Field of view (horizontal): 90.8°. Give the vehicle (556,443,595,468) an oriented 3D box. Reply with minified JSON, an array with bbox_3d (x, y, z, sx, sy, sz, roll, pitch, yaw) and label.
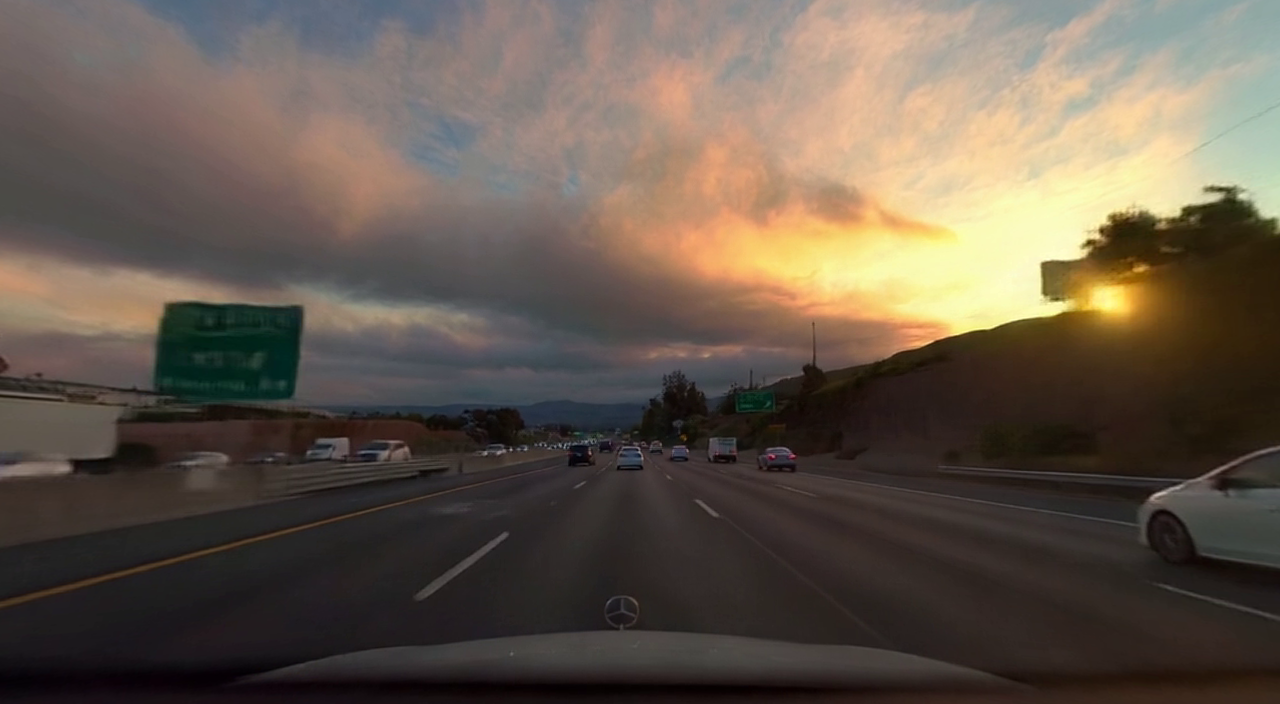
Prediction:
[{"bbox_3d":[-4.359,7.121,43.553,2.126,1.631,4.643,0,-8,1],"label":"vehicle"}]

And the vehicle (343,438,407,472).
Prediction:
[{"bbox_3d":[-14.093,5.465,33.786,1.715,1.682,3.811,0,-9,1],"label":"vehicle"}]

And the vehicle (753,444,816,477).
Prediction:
[{"bbox_3d":[6.795,5.120,30.104,1.879,1.428,4.402,0,-9,-1],"label":"vehicle"}]

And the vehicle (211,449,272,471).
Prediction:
[{"bbox_3d":[-29.201,7.926,46.410,1.774,1.505,4.029,0,-9,0],"label":"vehicle"}]

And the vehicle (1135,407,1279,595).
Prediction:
[{"bbox_3d":[6.706,1.249,5.124,1.944,1.666,4.184,0,-9,0],"label":"vehicle"}]

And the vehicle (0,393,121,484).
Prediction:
[{"bbox_3d":[-29.318,3.494,25.574,2.848,3.915,16.523,0,-9,0],"label":"vehicle"}]

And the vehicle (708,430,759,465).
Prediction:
[{"bbox_3d":[6.957,7.240,47.936,2.790,2.473,6.815,0,-8,0],"label":"vehicle"}]

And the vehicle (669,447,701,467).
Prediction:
[{"bbox_3d":[3.086,7.262,43.894,1.816,1.353,3.809,0,-8,-1],"label":"vehicle"}]

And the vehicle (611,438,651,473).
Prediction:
[{"bbox_3d":[-0.442,5.554,34.072,2.002,1.759,4.658,0,-8,0],"label":"vehicle"}]
